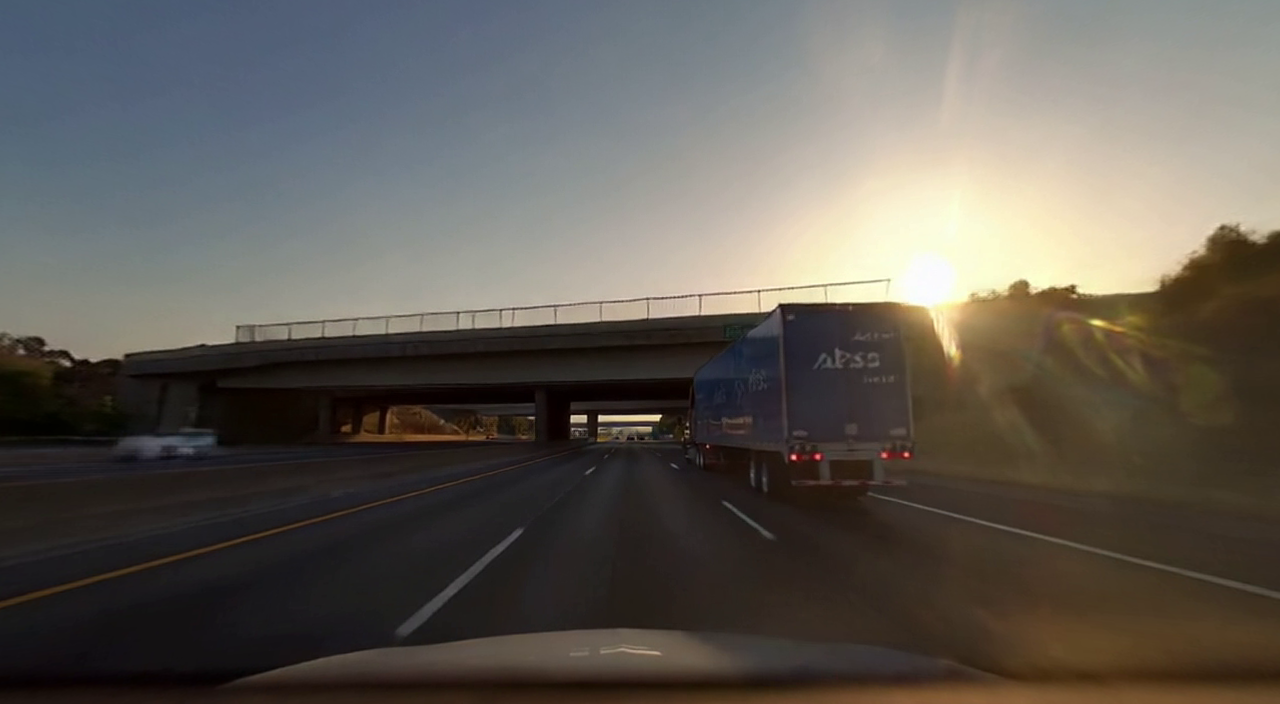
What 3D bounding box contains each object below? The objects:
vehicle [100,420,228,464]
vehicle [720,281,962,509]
[{"bbox_3d":[-18.925,3.606,25.260,1.846,1.606,4.176,0,-8,0],"label":"vehicle"},{"bbox_3d":[4.053,1.323,15.543,2.880,3.986,9.103,0,-8,0],"label":"vehicle"}]
